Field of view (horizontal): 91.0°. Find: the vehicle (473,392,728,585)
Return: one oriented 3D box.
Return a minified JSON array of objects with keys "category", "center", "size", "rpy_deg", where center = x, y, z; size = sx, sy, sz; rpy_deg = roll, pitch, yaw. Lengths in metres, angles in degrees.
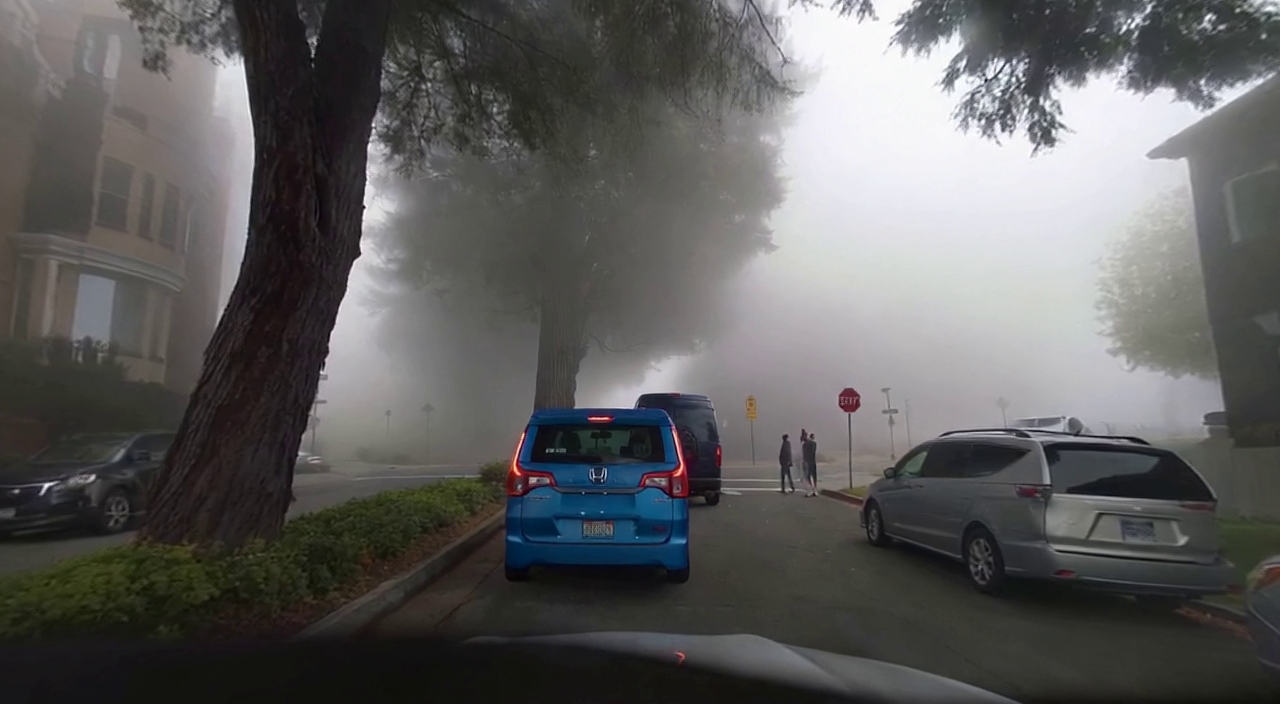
[{"category":"vehicle","center":[-0.410,1.622,8.289],"size":[2.377,1.787,4.652],"rpy_deg":[0,-8,-1]}]

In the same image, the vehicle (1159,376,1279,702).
[{"category":"vehicle","center":[4.550,0.836,1.896],"size":[2.016,1.757,4.617],"rpy_deg":[3,-8,-1]}]

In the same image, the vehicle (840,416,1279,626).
[{"category":"vehicle","center":[4.202,1.728,7.535],"size":[1.959,1.581,4.731],"rpy_deg":[4,-9,-2]}]

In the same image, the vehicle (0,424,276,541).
[{"category":"vehicle","center":[-8.311,2.051,10.647],"size":[1.825,1.532,4.083],"rpy_deg":[-3,-7,1]}]
